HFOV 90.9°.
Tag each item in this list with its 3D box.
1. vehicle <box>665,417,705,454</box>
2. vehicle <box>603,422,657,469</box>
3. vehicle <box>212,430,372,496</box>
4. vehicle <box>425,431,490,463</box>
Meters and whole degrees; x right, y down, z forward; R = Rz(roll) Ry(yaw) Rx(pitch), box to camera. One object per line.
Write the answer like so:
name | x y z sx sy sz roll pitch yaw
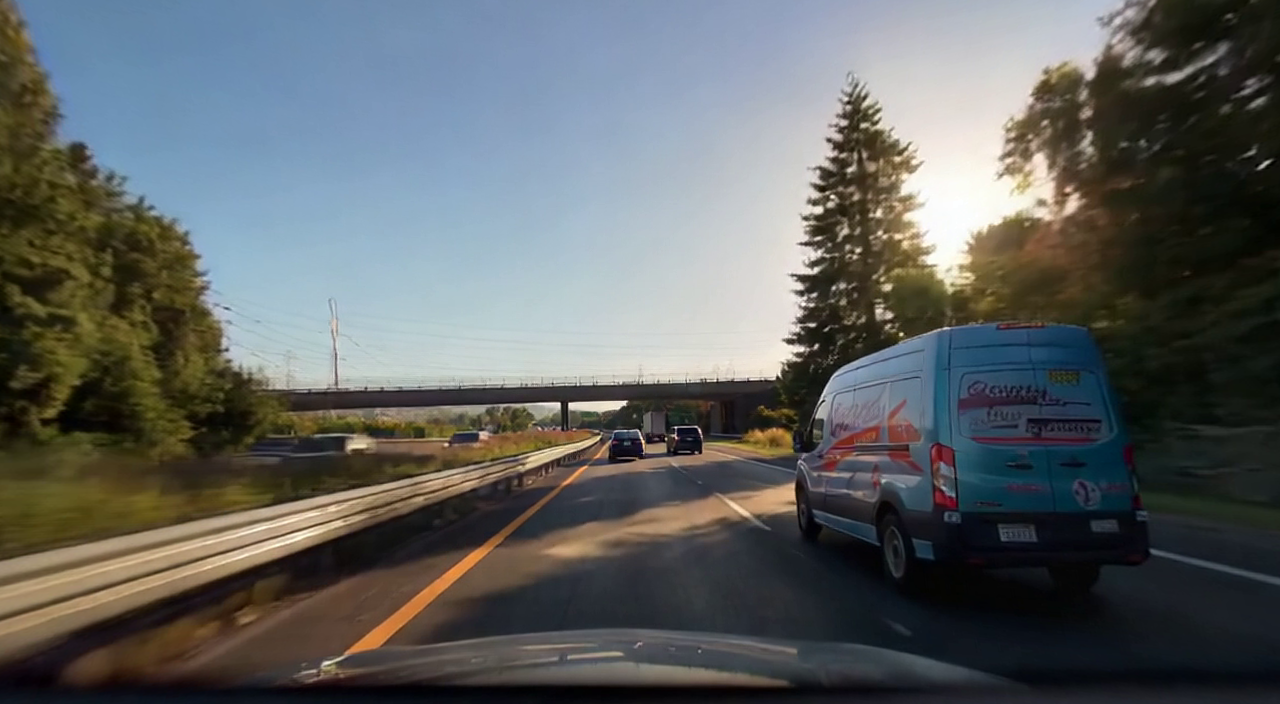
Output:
vehicle | 3.196 6.123 46.068 2.387 2.506 5.374 0 -8 -2
vehicle | -0.450 3.837 26.004 2.073 1.750 4.116 0 -8 -2
vehicle | -9.250 2.946 17.236 1.992 1.566 4.223 0 -8 -1
vehicle | -9.637 5.062 33.757 2.086 1.597 4.854 0 -8 -1
